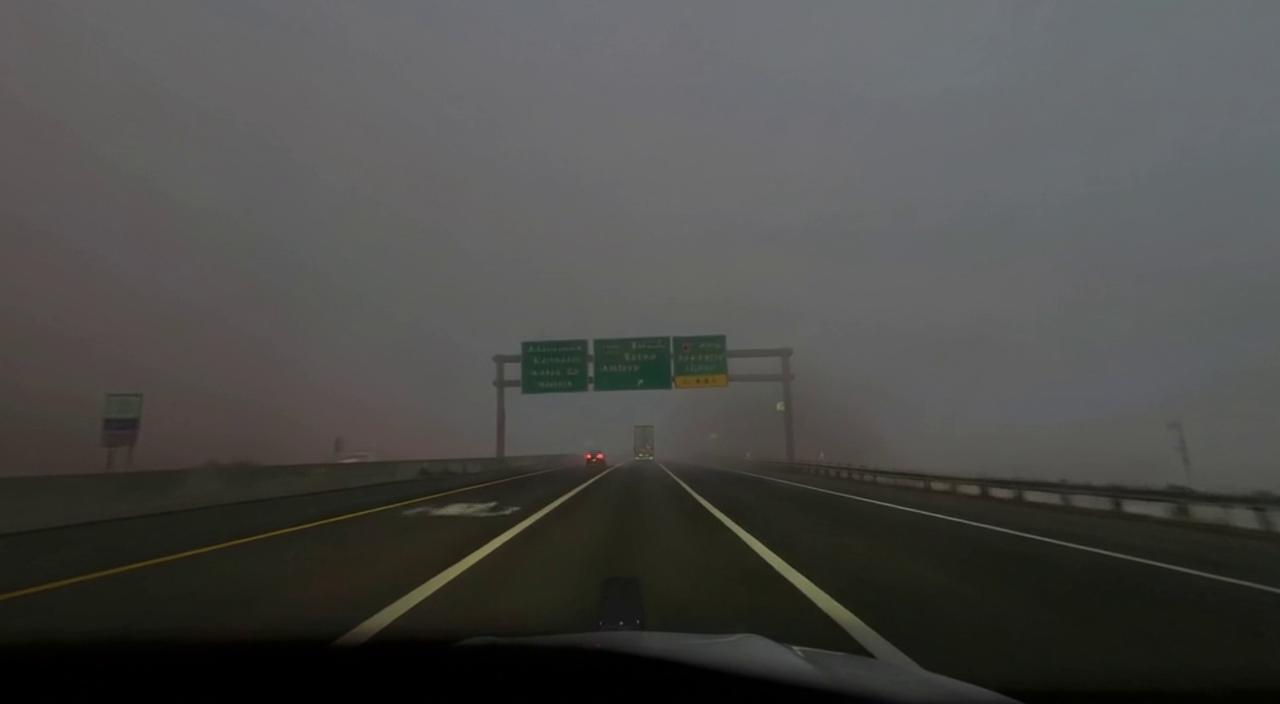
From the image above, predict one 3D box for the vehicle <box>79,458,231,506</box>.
[{"bbox_3d":[-17.019,4.546,22.483,1.838,1.473,4.371,0,-9,1],"label":"vehicle"}]
